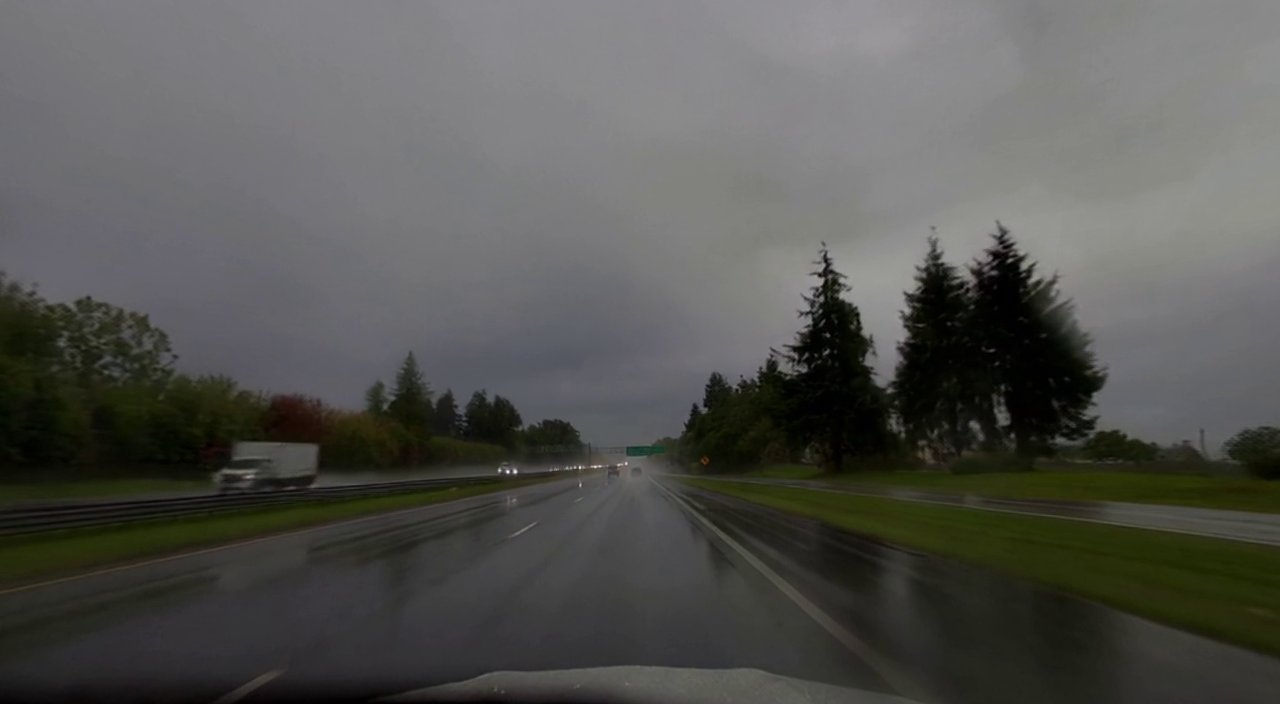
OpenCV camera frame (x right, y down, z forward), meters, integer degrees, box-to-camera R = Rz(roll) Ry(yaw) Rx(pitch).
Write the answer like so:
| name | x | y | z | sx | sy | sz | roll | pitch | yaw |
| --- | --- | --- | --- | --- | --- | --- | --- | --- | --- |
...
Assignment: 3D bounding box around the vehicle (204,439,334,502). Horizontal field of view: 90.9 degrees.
| name | x | y | z | sx | sy | sz | roll | pitch | yaw |
| --- | --- | --- | --- | --- | --- | --- | --- | --- | --- |
| vehicle | -16.309 | 5.270 | 28.181 | 2.254 | 2.457 | 5.635 | 1 | -10 | 0 |
